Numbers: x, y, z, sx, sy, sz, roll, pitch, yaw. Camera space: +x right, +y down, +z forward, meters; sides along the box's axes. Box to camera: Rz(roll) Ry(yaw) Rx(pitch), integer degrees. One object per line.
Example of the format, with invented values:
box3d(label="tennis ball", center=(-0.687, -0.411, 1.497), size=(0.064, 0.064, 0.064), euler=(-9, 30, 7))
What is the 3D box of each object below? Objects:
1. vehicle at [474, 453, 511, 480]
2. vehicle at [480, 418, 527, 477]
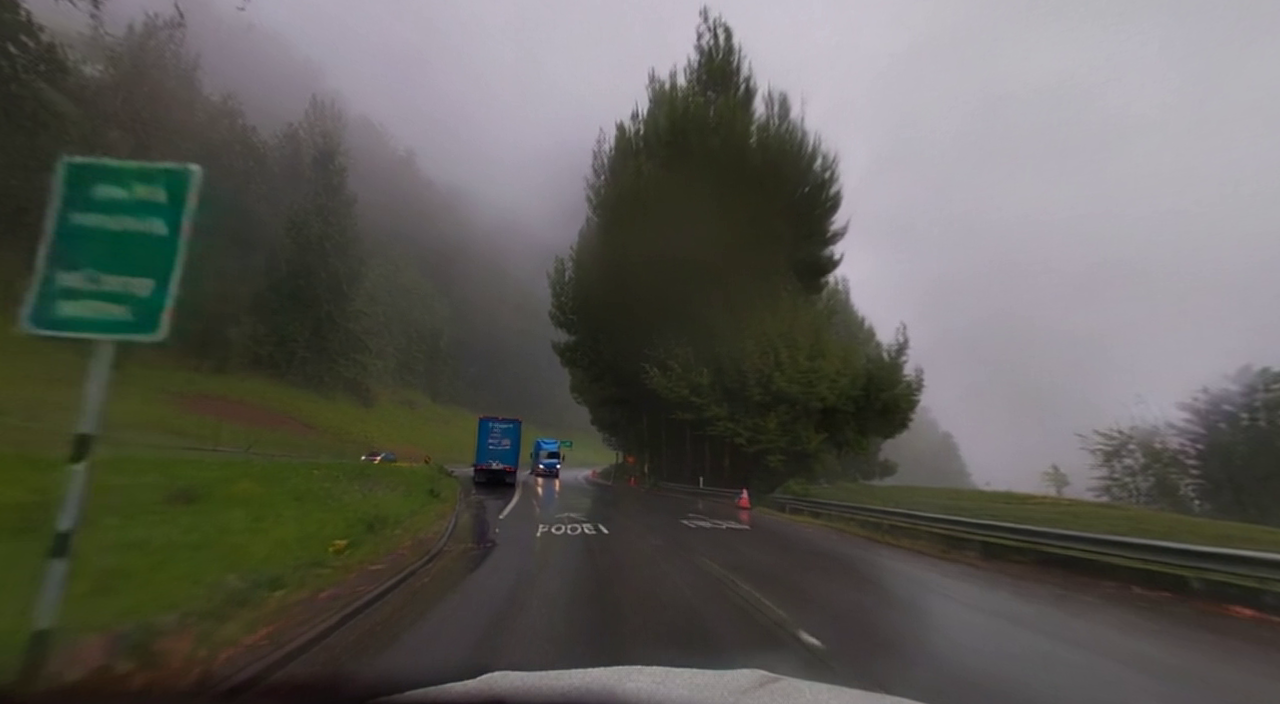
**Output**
box3d(label="vehicle", center=(-9.022, 7.049, 38.688), size=(2.039, 1.536, 3.648), euler=(3, -11, -11))
box3d(label="vehicle", center=(-10.191, 7.393, 47.703), size=(3.025, 4.012, 8.399), euler=(3, -11, -10))
